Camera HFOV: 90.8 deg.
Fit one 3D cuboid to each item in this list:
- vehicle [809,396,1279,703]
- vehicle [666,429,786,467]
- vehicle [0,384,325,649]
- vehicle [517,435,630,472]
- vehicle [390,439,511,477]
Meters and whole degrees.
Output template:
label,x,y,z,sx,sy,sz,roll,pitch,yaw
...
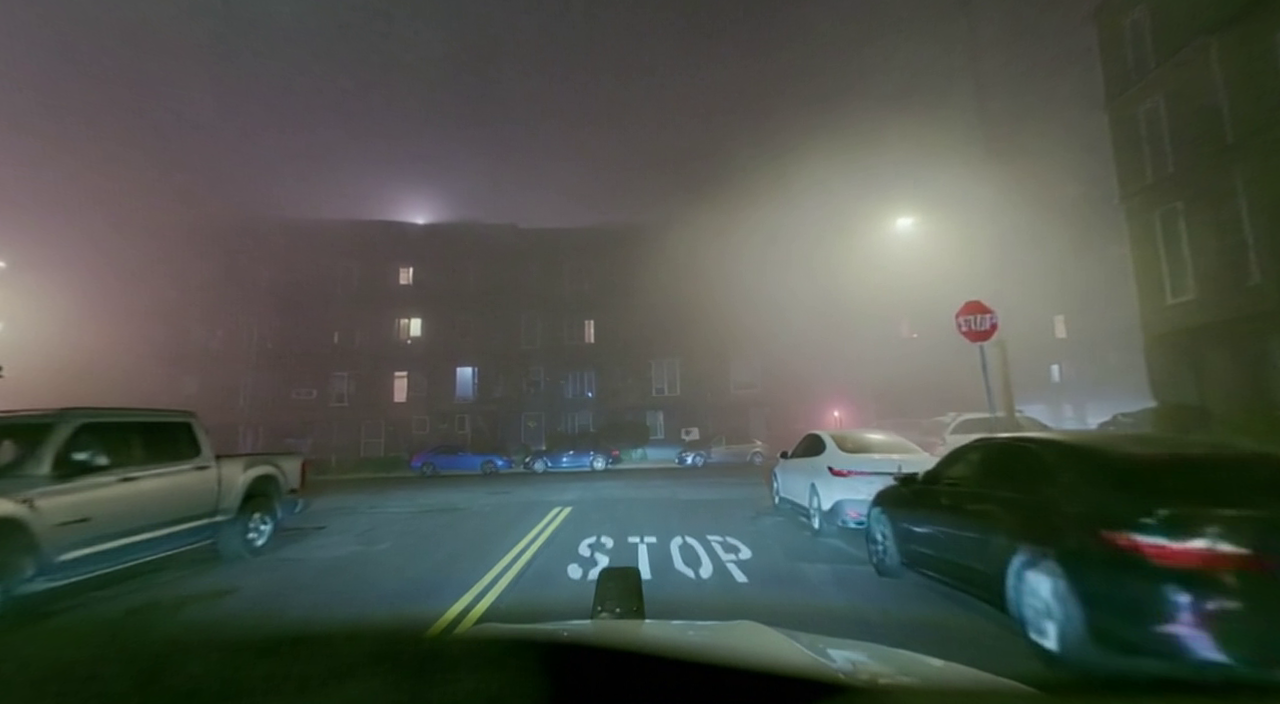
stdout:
label,x,y,z,sx,sy,sz,roll,pitch,yaw
vehicle,3.167,1.282,5.070,2.024,1.503,4.565,1,-8,-5
vehicle,3.520,3.999,26.342,4.681,1.480,1.817,0,-8,-3
vehicle,-5.928,1.540,6.914,2.208,1.903,6.040,0,-8,-4
vehicle,-2.702,4.176,26.124,4.489,1.470,1.776,1,-8,-4
vehicle,-7.623,4.307,25.764,4.423,1.449,1.813,1,-8,-5
